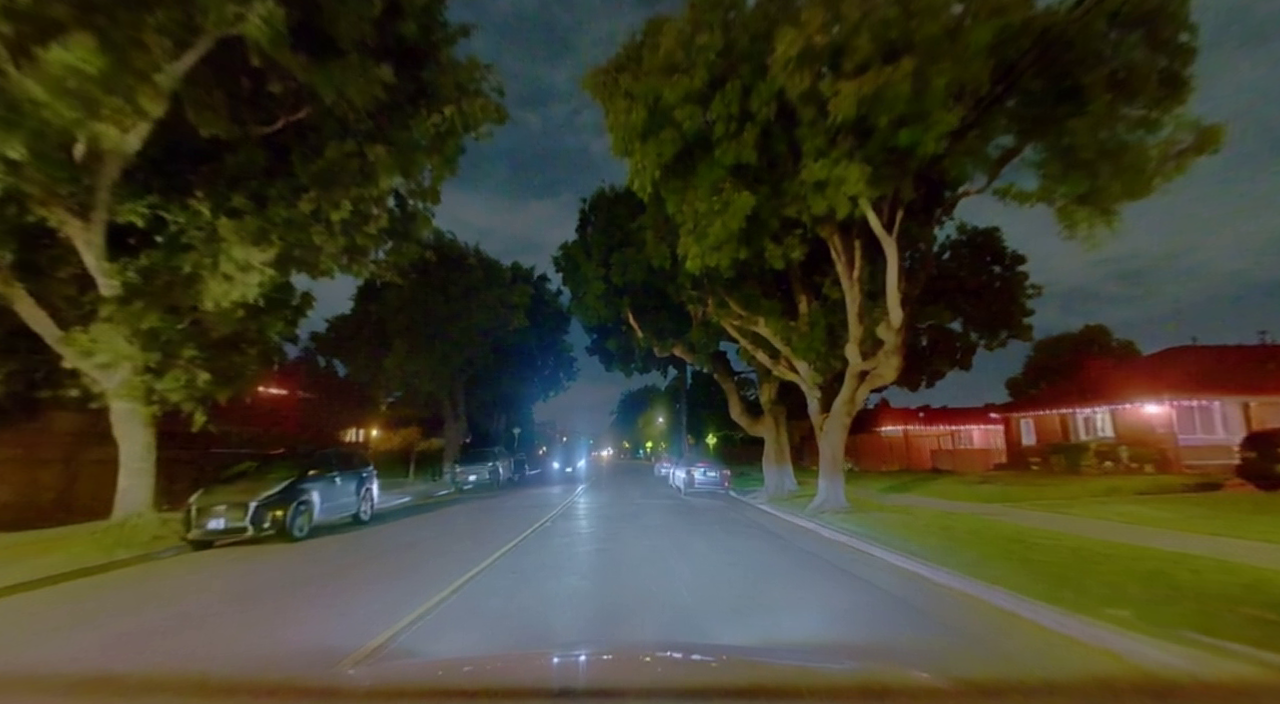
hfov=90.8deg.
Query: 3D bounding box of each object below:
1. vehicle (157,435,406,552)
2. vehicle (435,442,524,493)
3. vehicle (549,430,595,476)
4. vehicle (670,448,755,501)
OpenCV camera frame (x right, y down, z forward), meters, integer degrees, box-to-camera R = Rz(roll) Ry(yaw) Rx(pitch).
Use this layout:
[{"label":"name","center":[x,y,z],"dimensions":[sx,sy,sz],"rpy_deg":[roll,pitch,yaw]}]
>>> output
[{"label":"vehicle","center":[-6.150,2.444,11.628],"dimensions":[2.033,1.721,4.328],"rpy_deg":[0,-9,0]},{"label":"vehicle","center":[-6.512,4.736,26.349],"dimensions":[2.265,1.876,5.371],"rpy_deg":[0,-9,0]},{"label":"vehicle","center":[-4.377,6.647,41.714],"dimensions":[2.469,2.819,6.393],"rpy_deg":[0,-9,-2]},{"label":"vehicle","center":[2.179,3.841,20.243],"dimensions":[1.996,1.516,4.122],"rpy_deg":[0,-9,-4]}]
